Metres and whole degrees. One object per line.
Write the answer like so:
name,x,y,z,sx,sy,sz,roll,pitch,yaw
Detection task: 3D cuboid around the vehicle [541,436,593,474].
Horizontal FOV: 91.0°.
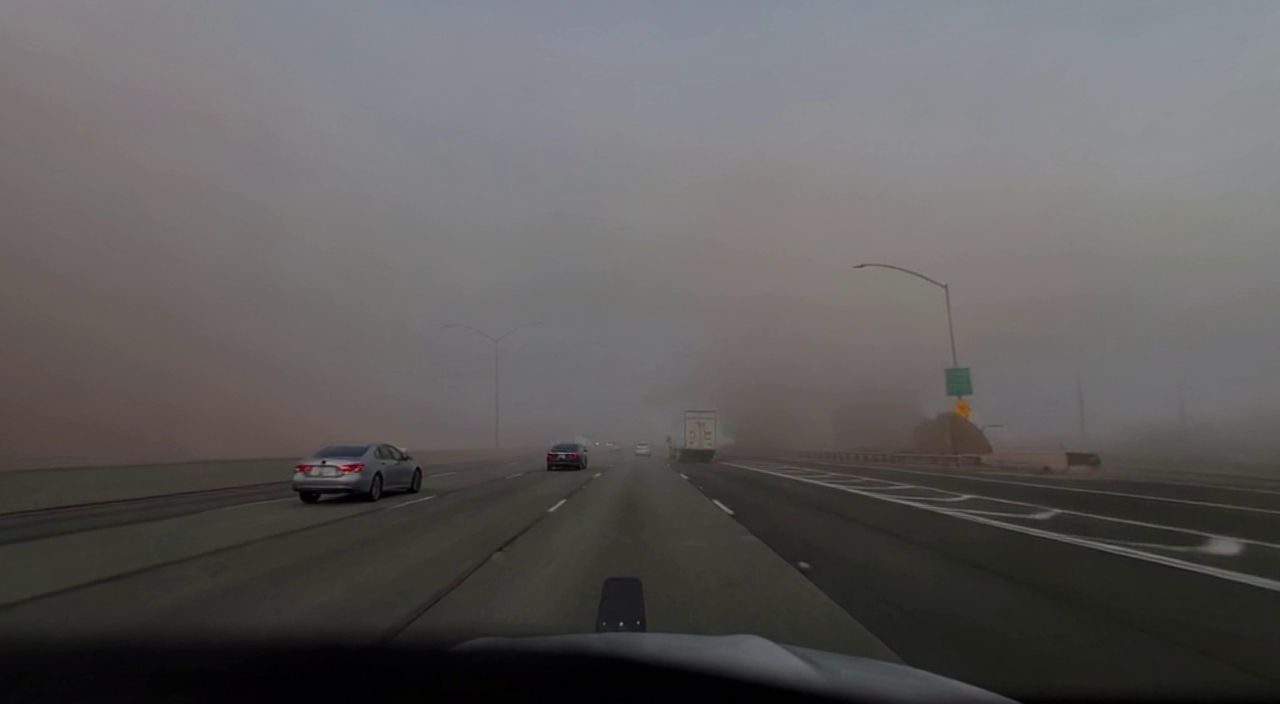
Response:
vehicle,-3.488,5.034,30.909,2.017,1.683,4.094,0,-9,0

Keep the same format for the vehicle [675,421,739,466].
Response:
vehicle,4.278,6.447,44.048,2.891,2.596,15.534,0,-9,0

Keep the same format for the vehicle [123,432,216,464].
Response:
vehicle,-35.778,7.356,48.146,2.513,2.308,5.702,0,-9,2

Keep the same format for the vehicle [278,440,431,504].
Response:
vehicle,-7.455,3.163,17.034,2.050,1.487,4.372,0,-9,0
